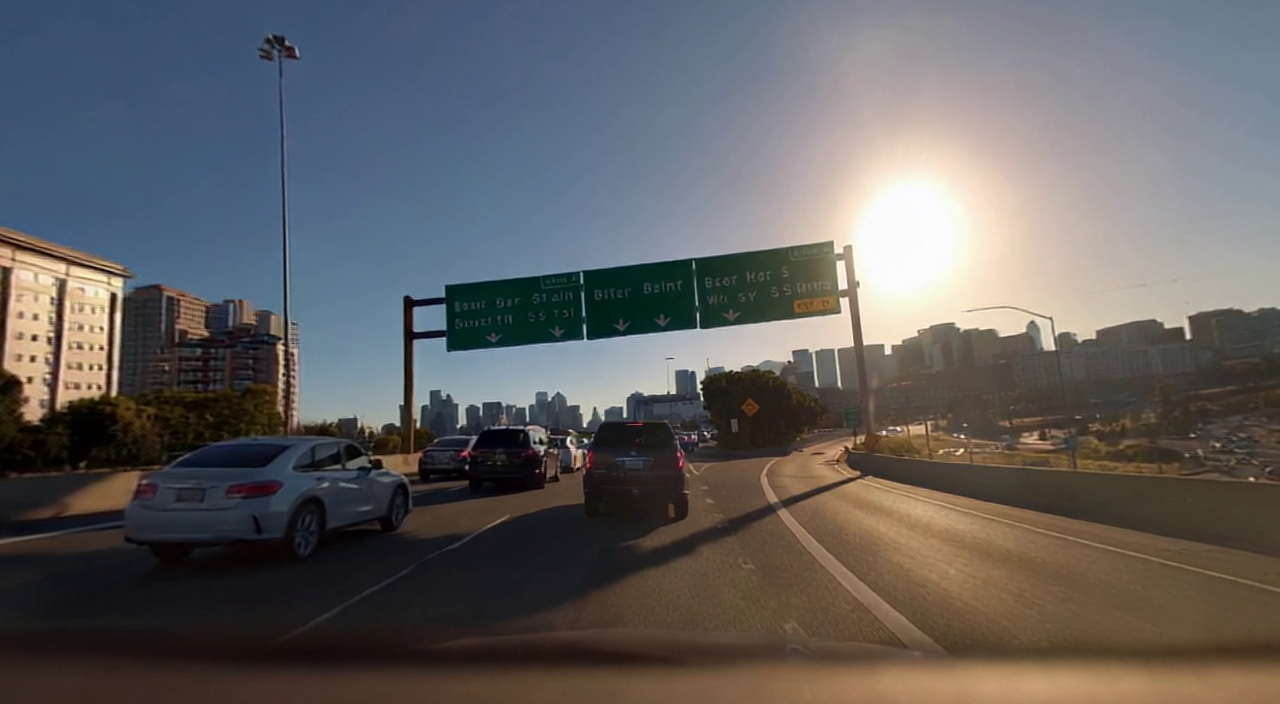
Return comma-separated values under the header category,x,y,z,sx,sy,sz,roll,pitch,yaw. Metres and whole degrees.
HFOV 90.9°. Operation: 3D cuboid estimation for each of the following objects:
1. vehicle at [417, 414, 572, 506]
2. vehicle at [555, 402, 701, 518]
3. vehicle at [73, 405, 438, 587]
category,x,y,z,sx,sy,sz,roll,pitch,yaw
vehicle,-3.424,2.731,16.383,2.286,1.931,5.729,-1,-9,4
vehicle,-0.153,2.379,14.337,2.616,2.063,5.933,0,-9,1
vehicle,-4.424,1.711,8.325,1.953,1.729,4.377,0,-9,1
